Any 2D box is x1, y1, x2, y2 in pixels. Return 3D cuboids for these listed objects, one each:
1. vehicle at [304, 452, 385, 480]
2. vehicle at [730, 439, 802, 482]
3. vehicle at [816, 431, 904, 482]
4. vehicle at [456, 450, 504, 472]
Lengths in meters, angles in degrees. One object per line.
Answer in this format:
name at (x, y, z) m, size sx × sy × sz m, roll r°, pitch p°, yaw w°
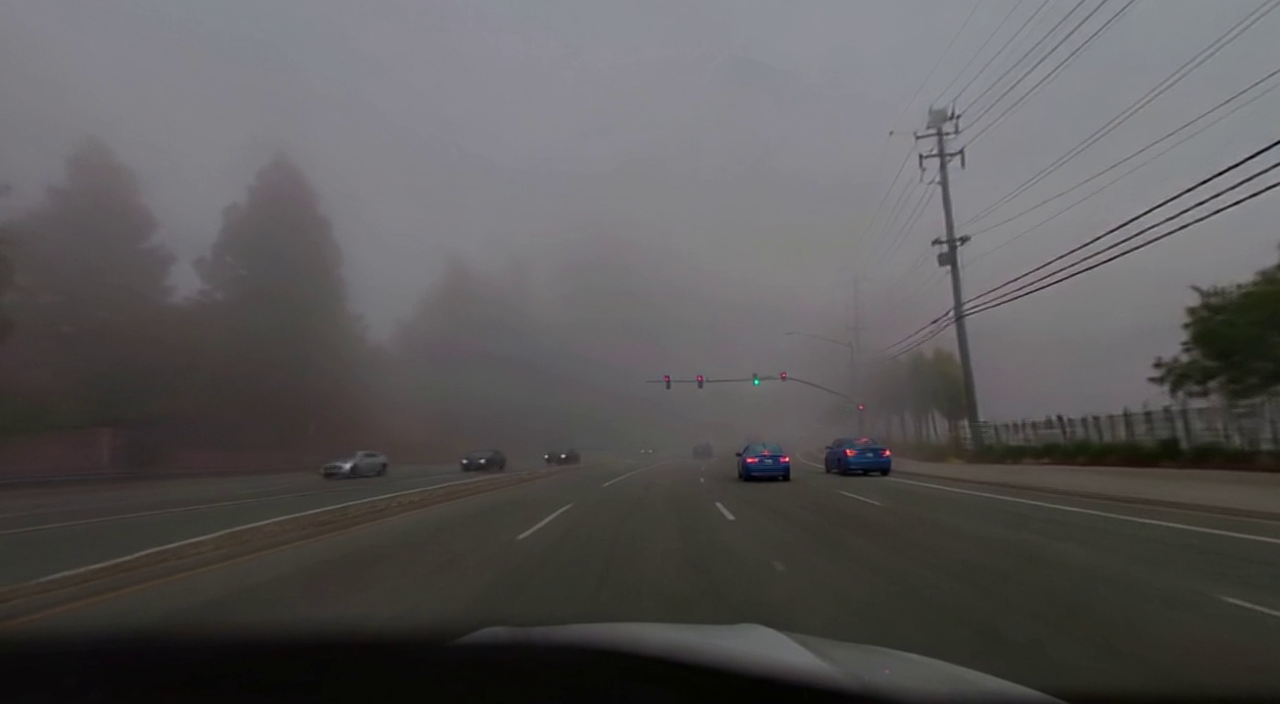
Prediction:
vehicle at (-16.809, 6.493, 36.289) m, size 1.959 × 1.484 × 4.672 m, roll -1°, pitch -9°, yaw 7°
vehicle at (4.694, 4.111, 24.231) m, size 2.035 × 1.460 × 4.392 m, roll -1°, pitch -8°, yaw 3°
vehicle at (8.361, 4.009, 24.476) m, size 2.029 × 1.795 × 4.371 m, roll -1°, pitch -9°, yaw 3°
vehicle at (-11.816, 8.042, 46.960) m, size 1.847 × 1.478 × 4.746 m, roll -1°, pitch -9°, yaw 7°
